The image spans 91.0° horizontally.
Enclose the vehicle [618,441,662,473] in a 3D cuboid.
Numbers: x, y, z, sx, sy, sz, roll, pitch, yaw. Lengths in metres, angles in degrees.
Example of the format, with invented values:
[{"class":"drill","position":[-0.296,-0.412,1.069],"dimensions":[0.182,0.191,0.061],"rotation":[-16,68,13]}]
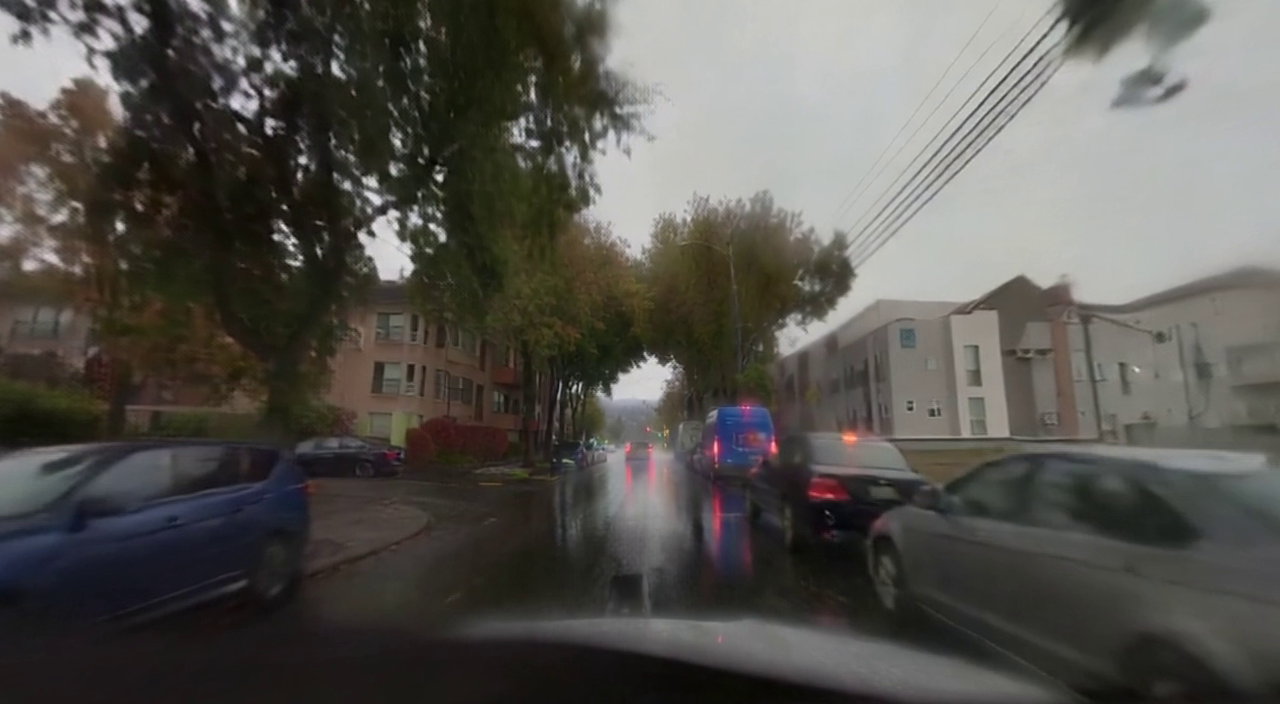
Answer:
[{"class":"vehicle","position":[0.013,5.251,31.790],"dimensions":[2.095,1.510,3.605],"rotation":[0,-8,0]}]

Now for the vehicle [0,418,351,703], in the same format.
[{"class":"vehicle","position":[-4.598,1.395,5.305],"dimensions":[2.090,1.497,4.639],"rotation":[1,-4,1]}]

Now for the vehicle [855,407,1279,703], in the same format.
[{"class":"vehicle","position":[2.826,1.113,3.326],"dimensions":[1.906,1.471,3.941],"rotation":[0,-8,-1]}]

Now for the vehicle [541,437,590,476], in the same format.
[{"class":"vehicle","position":[-3.829,5.429,33.096],"dimensions":[1.951,1.662,4.046],"rotation":[0,-4,2]}]

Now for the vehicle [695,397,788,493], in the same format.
[{"class":"vehicle","position":[3.273,3.191,21.724],"dimensions":[2.245,2.843,5.762],"rotation":[0,-8,0]}]
